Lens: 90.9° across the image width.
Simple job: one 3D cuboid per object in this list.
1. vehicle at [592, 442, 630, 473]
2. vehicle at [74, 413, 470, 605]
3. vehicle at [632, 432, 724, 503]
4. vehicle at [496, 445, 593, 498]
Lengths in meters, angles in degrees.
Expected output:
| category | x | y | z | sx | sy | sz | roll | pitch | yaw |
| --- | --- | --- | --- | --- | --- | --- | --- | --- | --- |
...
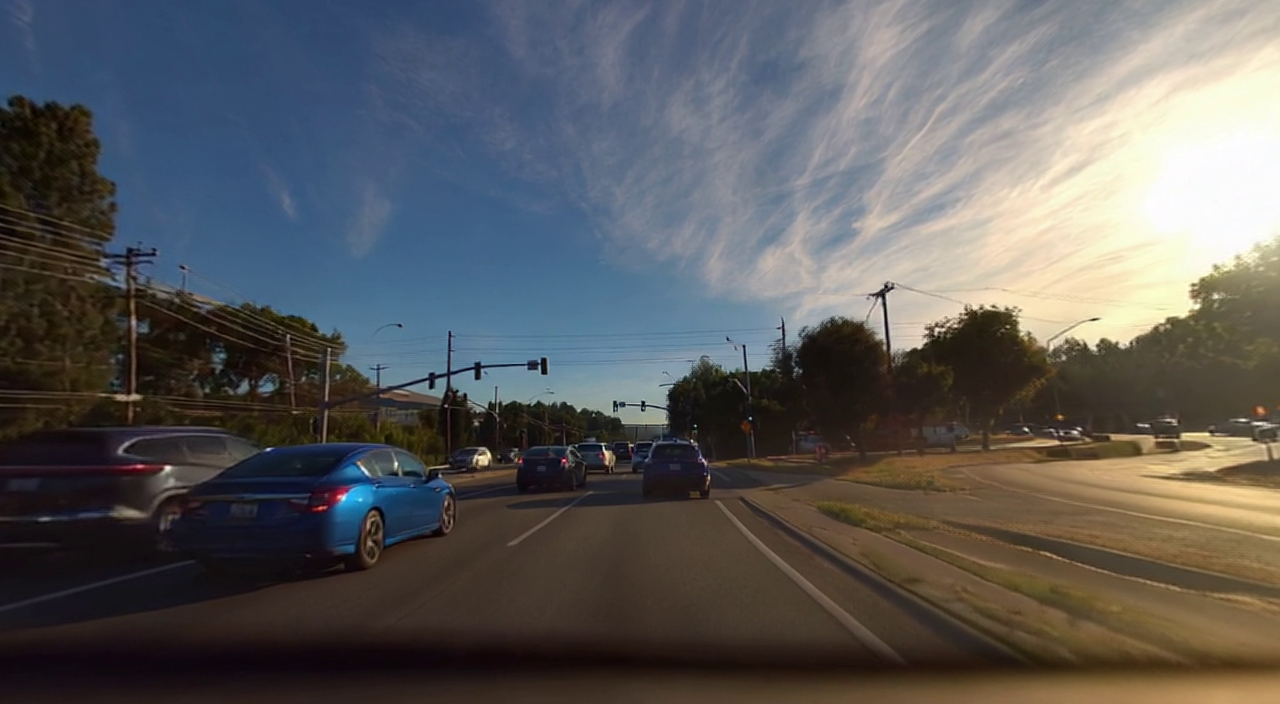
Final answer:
| category | x | y | z | sx | sy | sz | roll | pitch | yaw |
| --- | --- | --- | --- | --- | --- | --- | --- | --- | --- |
| vehicle | -1.672 | 6.338 | 37.985 | 1.788 | 1.773 | 3.731 | -1 | -9 | 5 |
| vehicle | -3.766 | 1.682 | 7.681 | 2.018 | 1.621 | 4.441 | 0 | -9 | 2 |
| vehicle | 0.986 | 3.085 | 17.203 | 2.205 | 1.691 | 3.937 | -1 | -9 | 2 |
| vehicle | -2.814 | 3.632 | 19.627 | 2.105 | 1.436 | 4.311 | -1 | -9 | 4 |
